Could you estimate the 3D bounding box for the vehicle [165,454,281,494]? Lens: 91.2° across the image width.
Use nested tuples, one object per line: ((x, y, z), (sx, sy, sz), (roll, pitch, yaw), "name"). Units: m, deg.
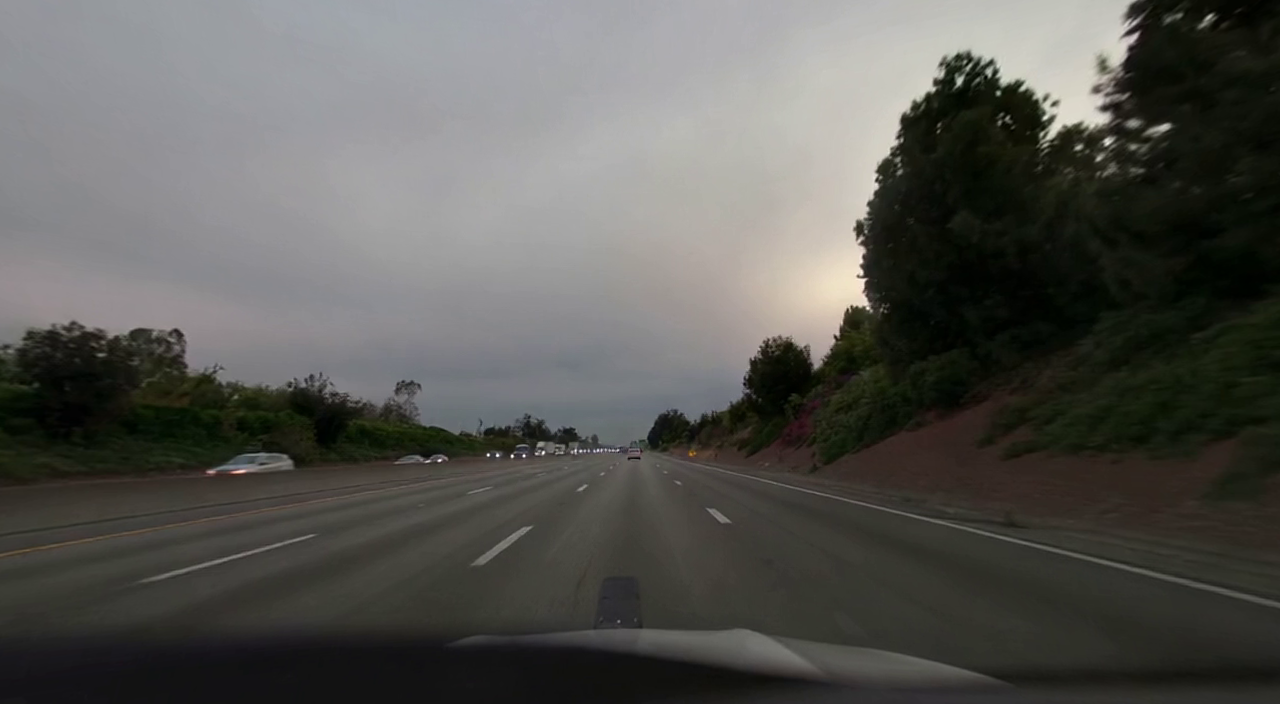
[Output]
((-18.273, 5.309, 27.759), (1.907, 1.561, 4.611), (0, -9, 1), "vehicle")
